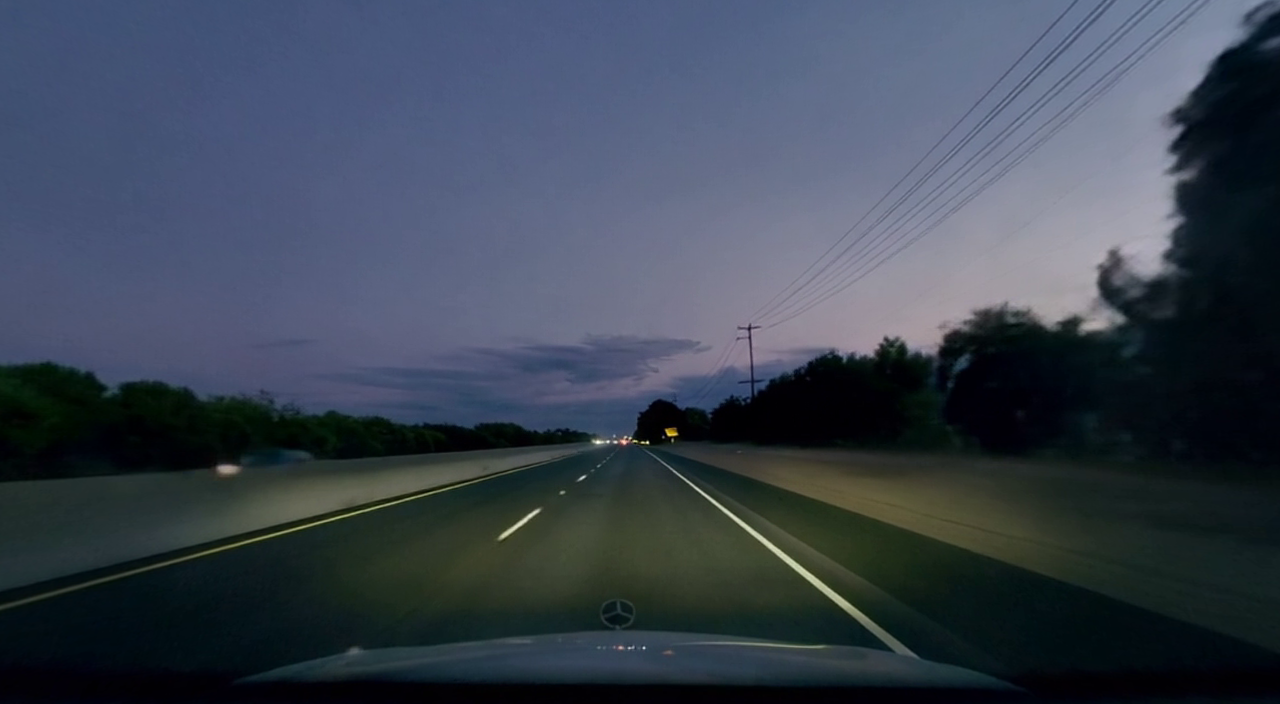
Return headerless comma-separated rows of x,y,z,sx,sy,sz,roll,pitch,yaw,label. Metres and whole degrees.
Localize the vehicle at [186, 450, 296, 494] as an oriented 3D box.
-15.226,4.556,24.258,1.783,1.464,3.739,0,-8,-1,vehicle
